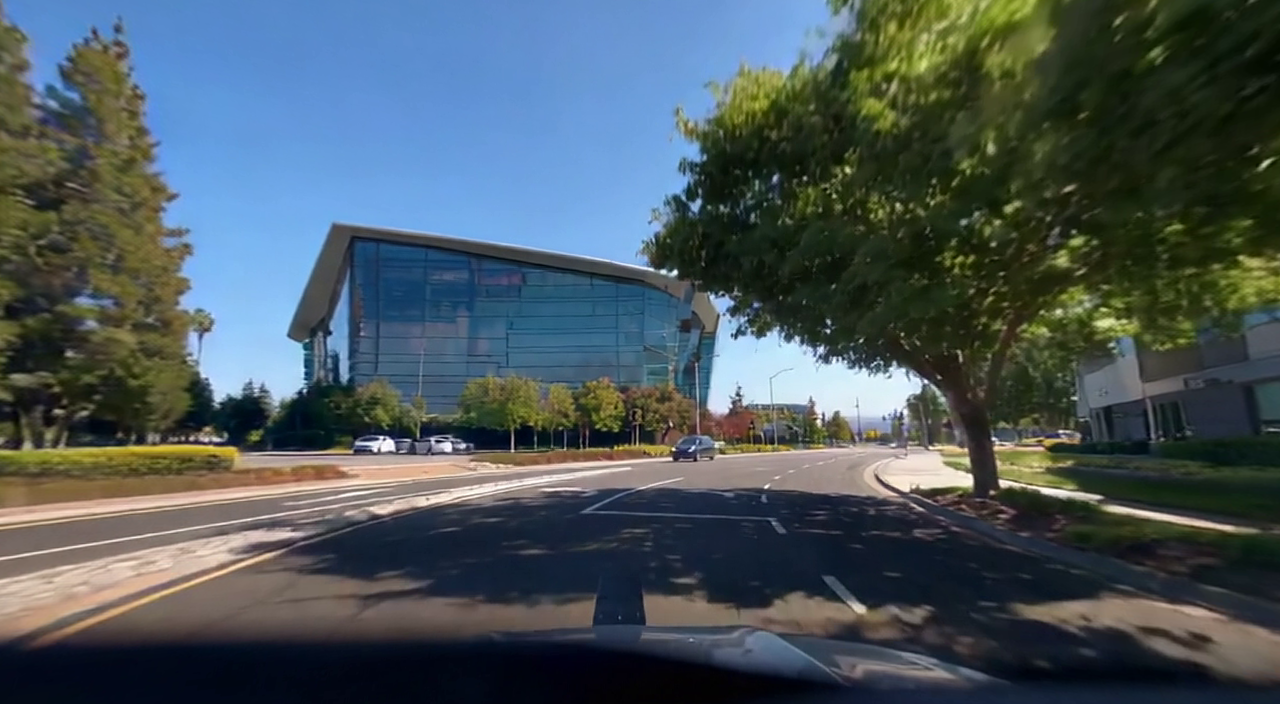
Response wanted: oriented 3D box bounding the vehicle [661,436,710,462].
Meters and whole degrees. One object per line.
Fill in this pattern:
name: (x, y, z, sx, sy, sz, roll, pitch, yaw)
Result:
vehicle: (3.220, 6.668, 43.682, 2.117, 1.683, 4.565, -3, -9, 21)
